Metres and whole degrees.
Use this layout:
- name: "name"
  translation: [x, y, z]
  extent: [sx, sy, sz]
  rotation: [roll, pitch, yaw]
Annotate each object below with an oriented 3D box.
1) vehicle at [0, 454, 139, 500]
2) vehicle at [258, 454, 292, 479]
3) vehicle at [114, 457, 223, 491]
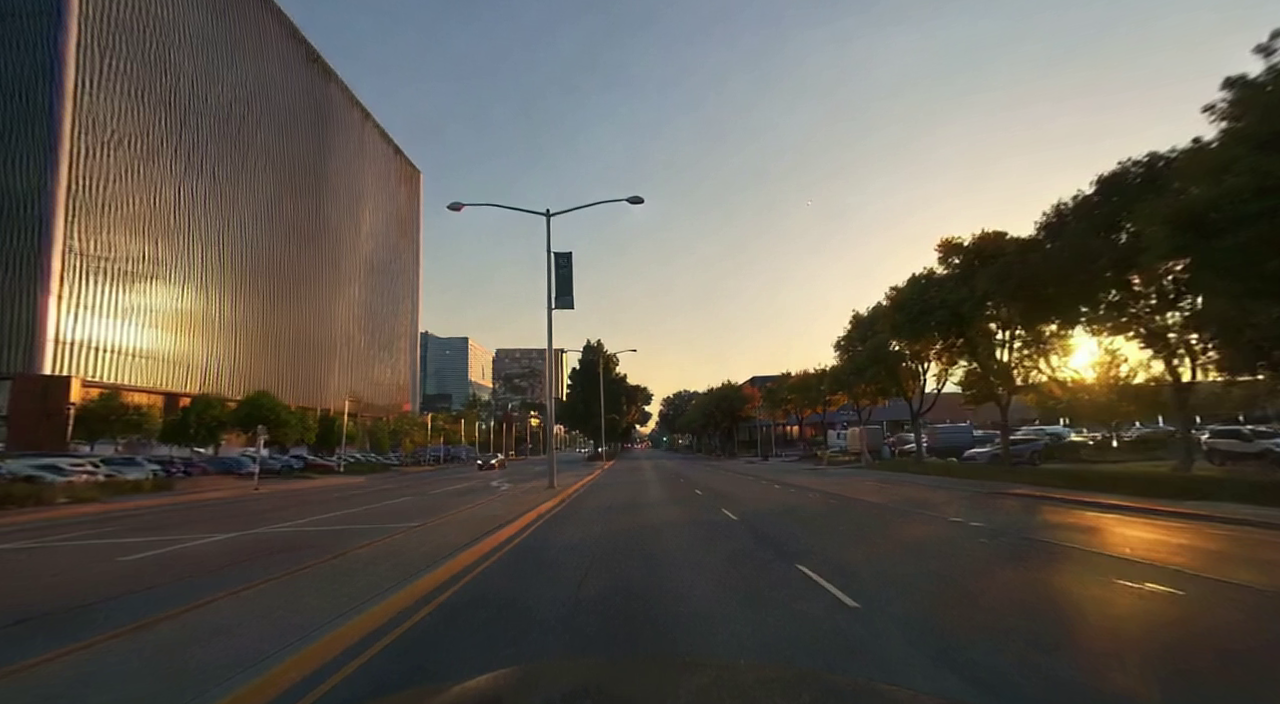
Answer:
- name: "vehicle"
  translation: [-25.448, 5.545, 28.410]
  extent: [2.080, 1.812, 4.737]
  rotation: [0, -8, -3]
- name: "vehicle"
  translation: [-26.923, 8.422, 46.624]
  extent: [1.969, 1.682, 4.542]
  rotation: [5, -10, -30]
- name: "vehicle"
  translation: [-25.504, 6.588, 34.293]
  extent: [1.930, 1.600, 4.411]
  rotation: [-13, -14, 44]
